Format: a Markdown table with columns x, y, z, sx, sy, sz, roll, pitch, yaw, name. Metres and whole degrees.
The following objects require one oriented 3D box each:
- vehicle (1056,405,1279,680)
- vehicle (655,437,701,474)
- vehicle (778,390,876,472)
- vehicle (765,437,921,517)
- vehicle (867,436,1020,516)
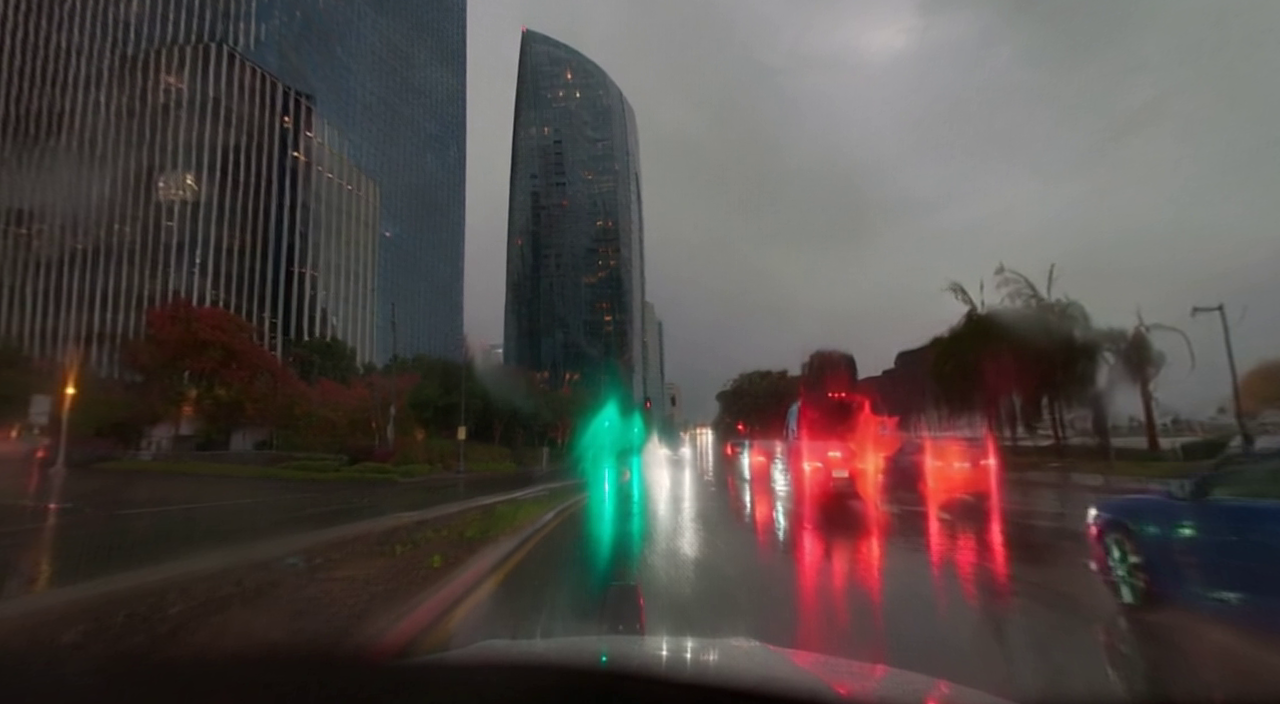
| x | y | z | sx | sy | sz | roll | pitch | yaw | name |
| --- | --- | --- | --- | --- | --- | --- | --- | --- | --- |
| 4.800 | 1.101 | 3.524 | 2.089 | 1.609 | 4.922 | -1 | -9 | 8 | vehicle |
| 1.972 | 5.188 | 31.899 | 2.121 | 1.728 | 4.161 | -1 | -9 | 6 | vehicle |
| 9.864 | 4.546 | 35.010 | 3.128 | 3.616 | 13.736 | -1 | -9 | 8 | vehicle |
| 4.408 | 2.765 | 14.459 | 2.183 | 1.553 | 3.923 | 0 | -9 | -1 | vehicle |
| 7.024 | 2.871 | 15.097 | 1.983 | 1.628 | 3.885 | -1 | -9 | 5 | vehicle |
